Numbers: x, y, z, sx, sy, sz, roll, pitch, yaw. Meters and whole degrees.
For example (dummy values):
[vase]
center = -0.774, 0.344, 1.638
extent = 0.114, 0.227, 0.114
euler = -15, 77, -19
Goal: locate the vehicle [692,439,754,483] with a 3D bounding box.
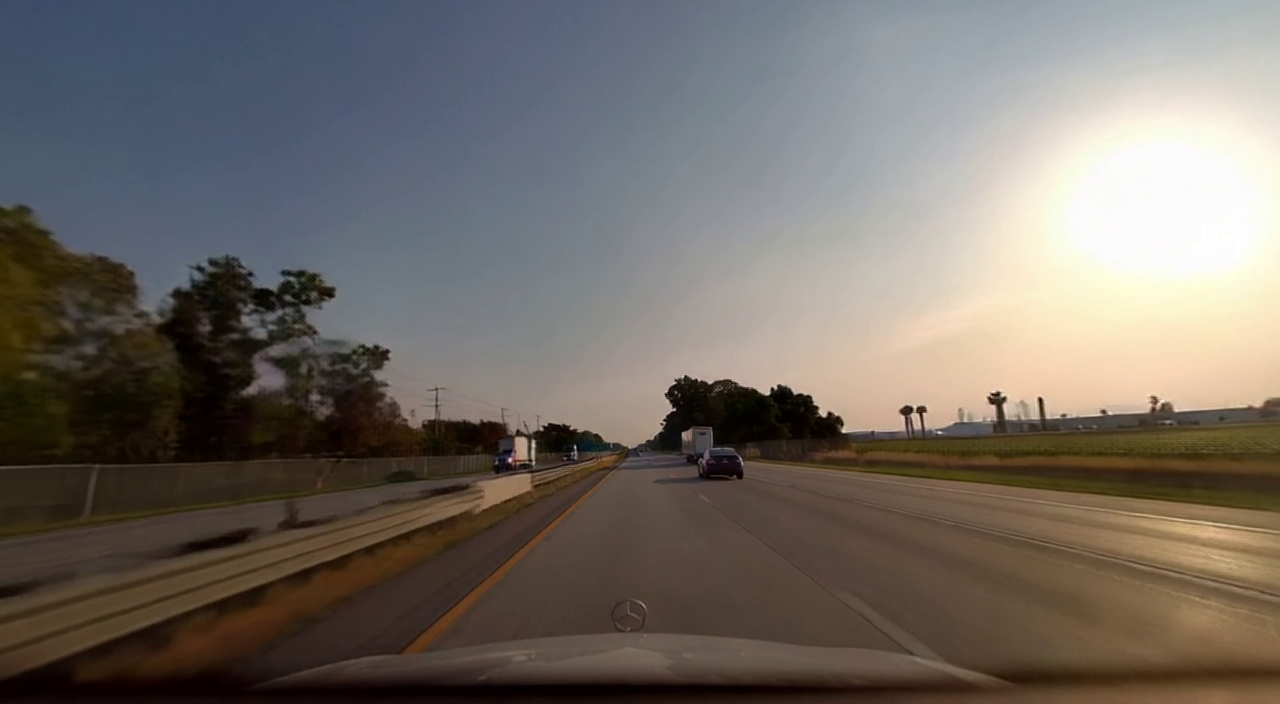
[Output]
[vehicle]
center = 3.561, 4.791, 27.917
extent = 2.093, 1.742, 4.167
euler = 0, -9, -1
